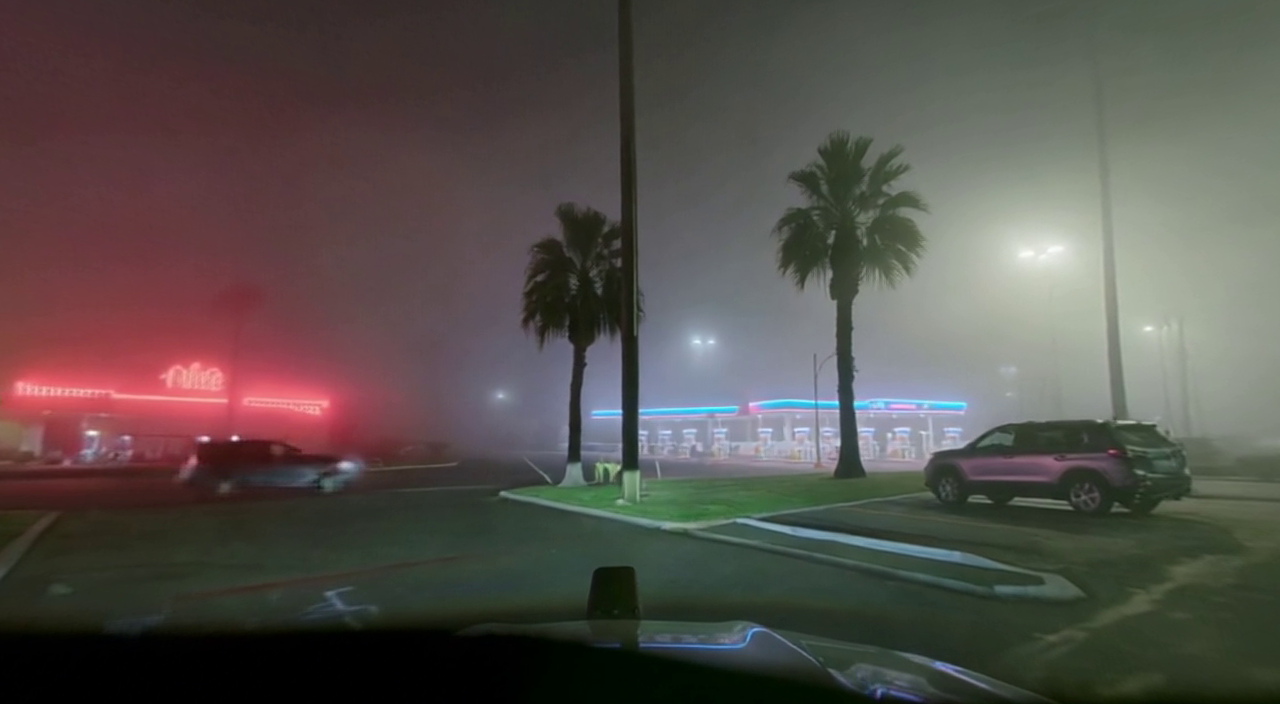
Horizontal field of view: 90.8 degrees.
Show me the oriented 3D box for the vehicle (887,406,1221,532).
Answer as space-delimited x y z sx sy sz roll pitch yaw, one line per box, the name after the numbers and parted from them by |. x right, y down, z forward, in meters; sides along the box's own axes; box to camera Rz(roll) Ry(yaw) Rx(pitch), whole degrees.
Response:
7.423 2.090 11.903 2.028 1.850 4.731 6 -10 -35 | vehicle

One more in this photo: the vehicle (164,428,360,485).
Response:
-11.160 3.079 18.889 4.758 1.497 1.856 6 -10 -34 | vehicle

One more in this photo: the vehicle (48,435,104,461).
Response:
-34.082 5.812 38.257 1.901 1.463 3.948 5 -10 -33 | vehicle
